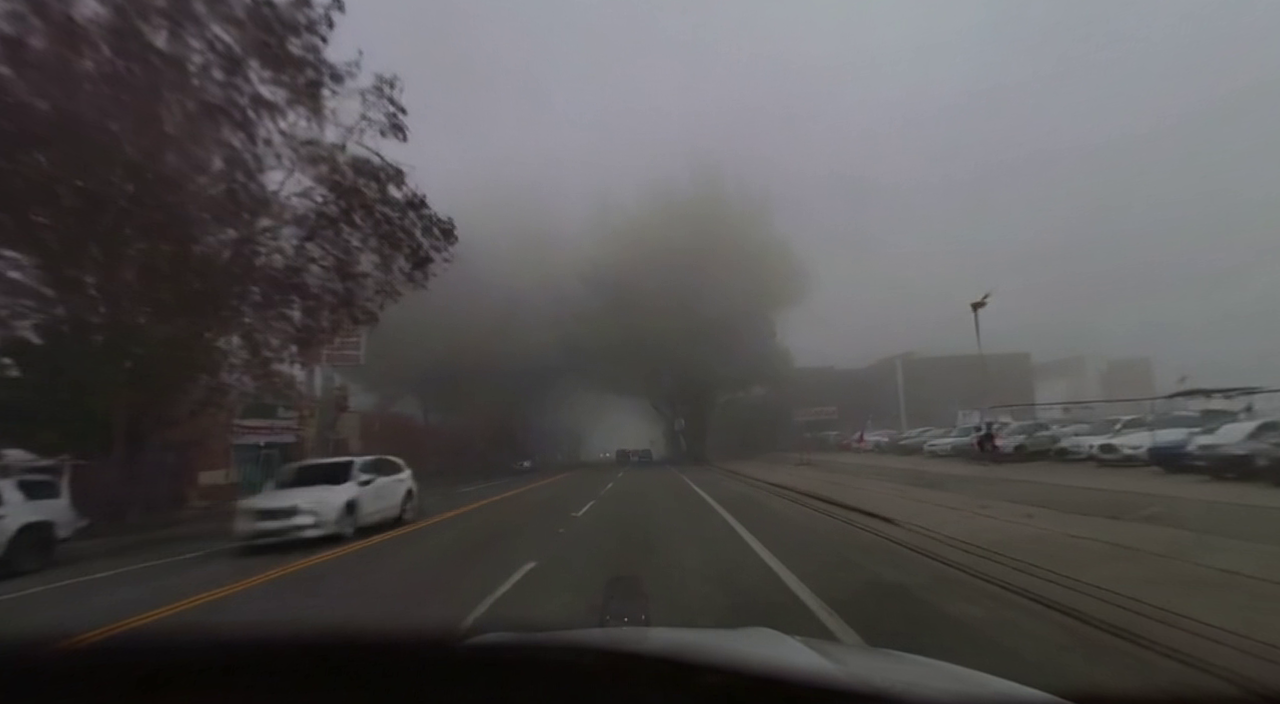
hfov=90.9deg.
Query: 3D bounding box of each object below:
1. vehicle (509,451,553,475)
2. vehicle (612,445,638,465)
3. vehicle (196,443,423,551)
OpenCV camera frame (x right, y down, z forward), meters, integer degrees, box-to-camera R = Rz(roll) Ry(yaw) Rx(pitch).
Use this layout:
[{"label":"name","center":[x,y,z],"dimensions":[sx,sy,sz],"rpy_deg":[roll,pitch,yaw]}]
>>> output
[{"label":"vehicle","center":[-7.269,7.416,42.392],"dimensions":[1.925,1.502,4.359],"rpy_deg":[-1,-9,4]},{"label":"vehicle","center":[-1.168,8.111,49.914],"dimensions":[2.020,1.478,3.922],"rpy_deg":[0,-9,-1]},{"label":"vehicle","center":[-6.101,2.677,12.441],"dimensions":[2.030,1.701,4.559],"rpy_deg":[0,-9,-1]}]
